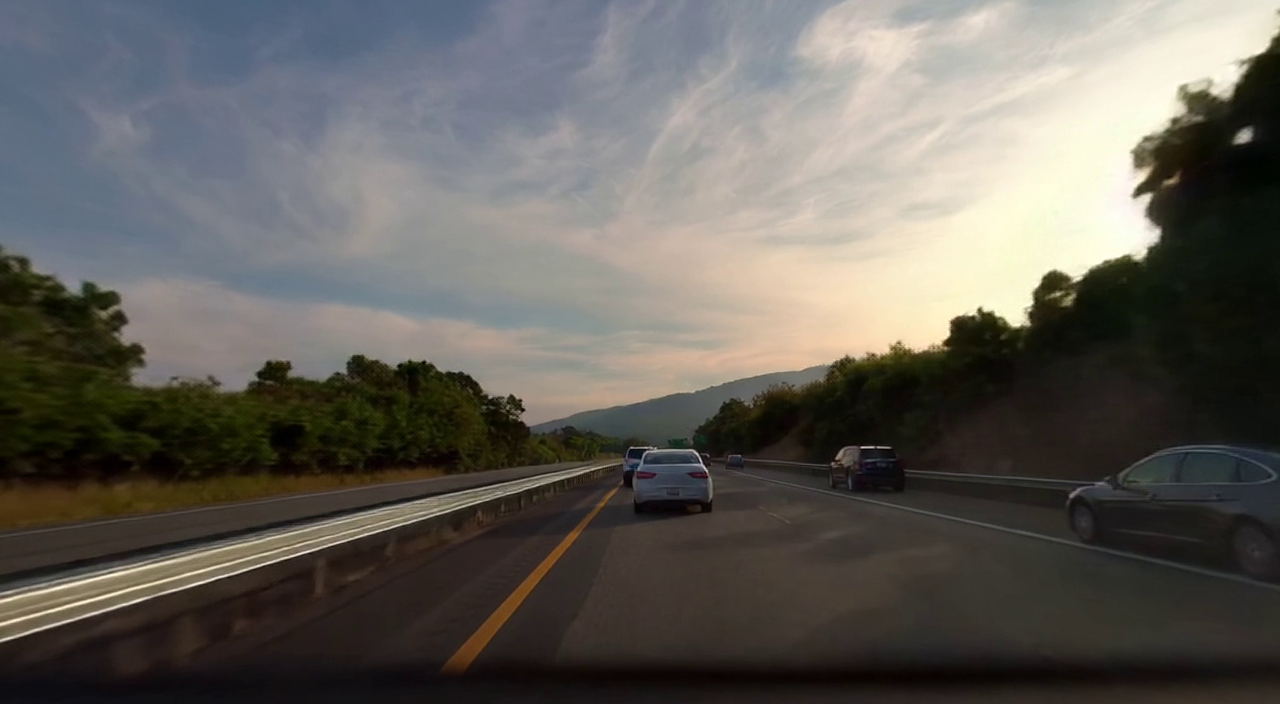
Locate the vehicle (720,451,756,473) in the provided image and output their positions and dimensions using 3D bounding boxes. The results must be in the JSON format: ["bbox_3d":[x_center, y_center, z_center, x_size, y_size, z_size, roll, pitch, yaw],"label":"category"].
[{"bbox_3d":[6.825,7.669,44.238,1.921,1.451,3.841,0,-9,0],"label":"vehicle"}]

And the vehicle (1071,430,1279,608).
[{"bbox_3d":[6.359,1.466,5.729,1.965,1.484,4.090,0,-9,0],"label":"vehicle"}]

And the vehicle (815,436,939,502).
[{"bbox_3d":[6.802,3.400,18.660,1.980,1.702,4.235,0,-9,0],"label":"vehicle"}]

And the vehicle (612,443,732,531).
[{"bbox_3d":[0.563,2.645,12.855,2.076,1.485,3.774,0,-9,0],"label":"vehicle"}]
